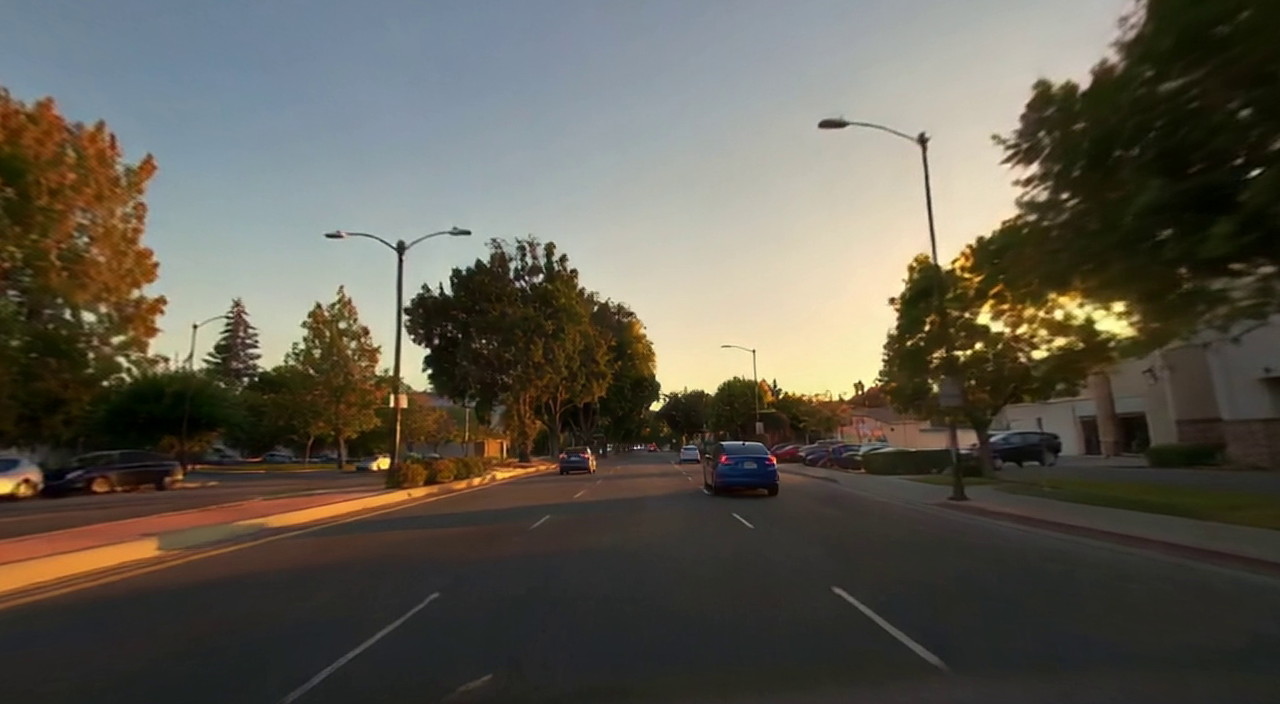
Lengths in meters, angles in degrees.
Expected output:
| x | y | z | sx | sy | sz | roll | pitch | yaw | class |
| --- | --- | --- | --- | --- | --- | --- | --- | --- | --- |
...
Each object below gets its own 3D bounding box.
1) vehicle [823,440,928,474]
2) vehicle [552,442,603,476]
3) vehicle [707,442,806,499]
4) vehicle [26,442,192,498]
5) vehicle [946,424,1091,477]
| x | y | z | sx | sy | sz | roll | pitch | yaw | class |
| --- | --- | --- | --- | --- | --- | --- | --- | --- | --- |
| 13.868 | 6.217 | 37.370 | 5.342 | 1.867 | 2.147 | 0 | -8 | -6 | vehicle |
| -3.145 | 5.487 | 32.606 | 2.113 | 1.626 | 4.129 | -1 | -9 | 2 | vehicle |
| 3.282 | 3.442 | 18.720 | 2.083 | 1.474 | 4.360 | 0 | -9 | -1 | vehicle |
| -22.292 | 4.929 | 26.882 | 2.255 | 2.117 | 5.319 | -1 | -9 | 3 | vehicle |
| 16.761 | 4.433 | 28.426 | 2.160 | 2.093 | 5.795 | 1 | -9 | -10 | vehicle |
